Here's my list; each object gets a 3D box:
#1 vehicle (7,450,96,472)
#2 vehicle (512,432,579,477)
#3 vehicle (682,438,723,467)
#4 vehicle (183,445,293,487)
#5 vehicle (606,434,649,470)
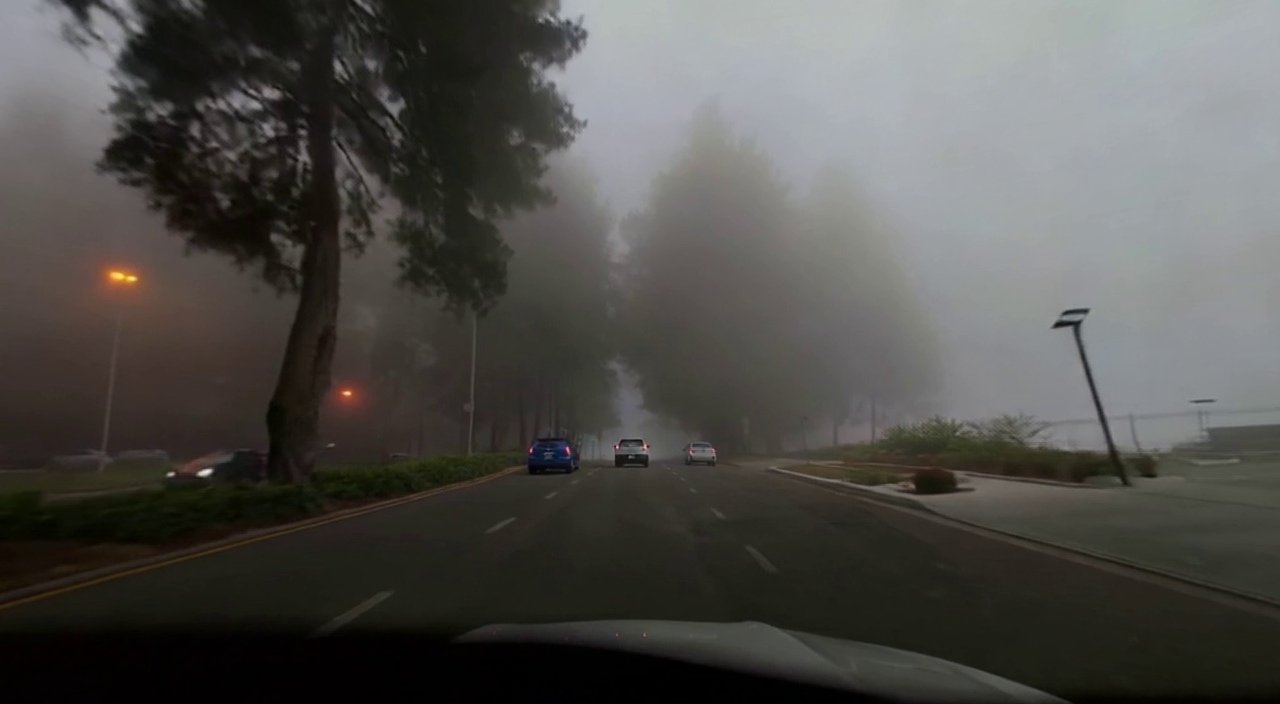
[{"bbox_3d":[-42.453,7.860,45.618,1.749,1.468,4.559,-1,-9,6],"label":"vehicle"},{"bbox_3d":[-3.844,4.274,26.399,2.047,1.710,4.314,0,-9,1],"label":"vehicle"},{"bbox_3d":[3.545,5.737,36.192,1.847,1.554,4.052,0,-9,-1],"label":"vehicle"},{"bbox_3d":[-19.641,5.551,31.152,2.128,1.841,5.012,0,-9,0],"label":"vehicle"},{"bbox_3d":[-0.565,5.031,31.831,2.022,1.700,4.084,0,-9,0],"label":"vehicle"}]
